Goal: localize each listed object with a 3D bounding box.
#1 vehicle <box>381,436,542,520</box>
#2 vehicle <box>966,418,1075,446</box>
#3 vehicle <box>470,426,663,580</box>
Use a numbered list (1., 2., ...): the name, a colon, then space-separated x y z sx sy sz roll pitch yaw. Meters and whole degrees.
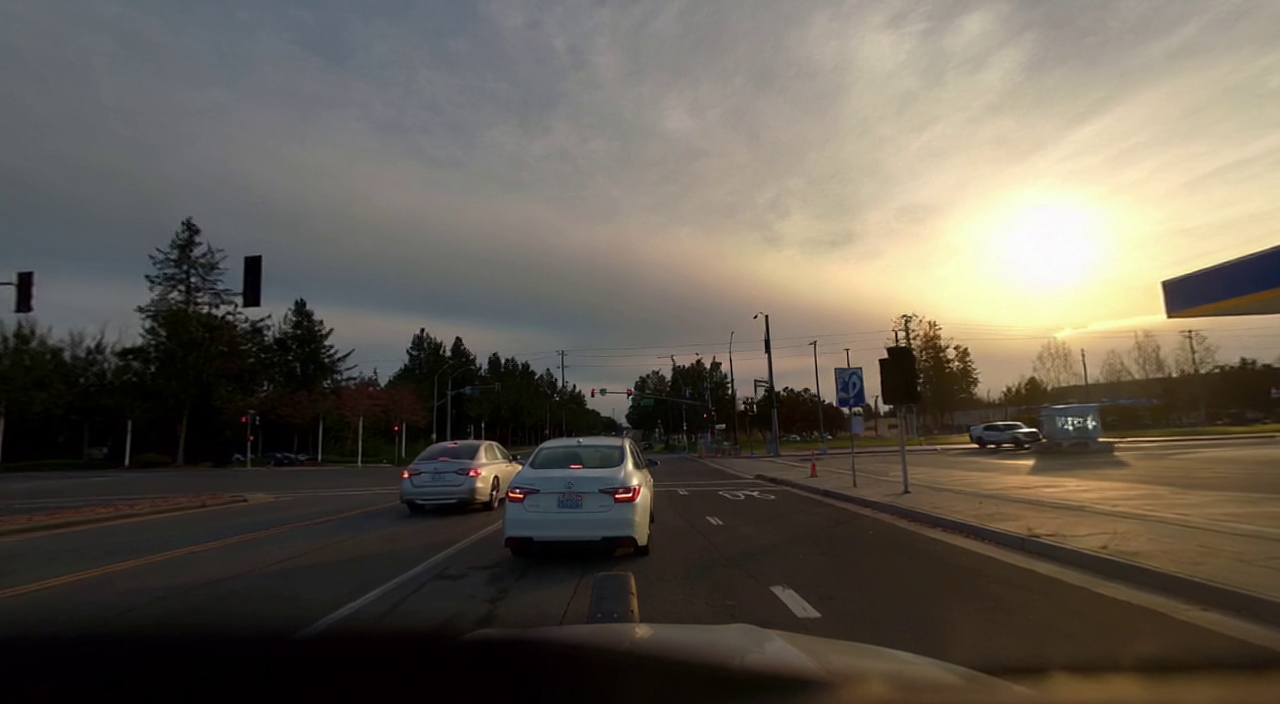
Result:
1. vehicle: -3.648 2.666 13.998 1.995 1.506 4.773 -1 -8 3
2. vehicle: 21.546 4.584 35.941 4.874 1.502 2.048 0 -8 0
3. vehicle: -0.658 1.833 8.561 1.916 1.510 4.447 0 -8 2
